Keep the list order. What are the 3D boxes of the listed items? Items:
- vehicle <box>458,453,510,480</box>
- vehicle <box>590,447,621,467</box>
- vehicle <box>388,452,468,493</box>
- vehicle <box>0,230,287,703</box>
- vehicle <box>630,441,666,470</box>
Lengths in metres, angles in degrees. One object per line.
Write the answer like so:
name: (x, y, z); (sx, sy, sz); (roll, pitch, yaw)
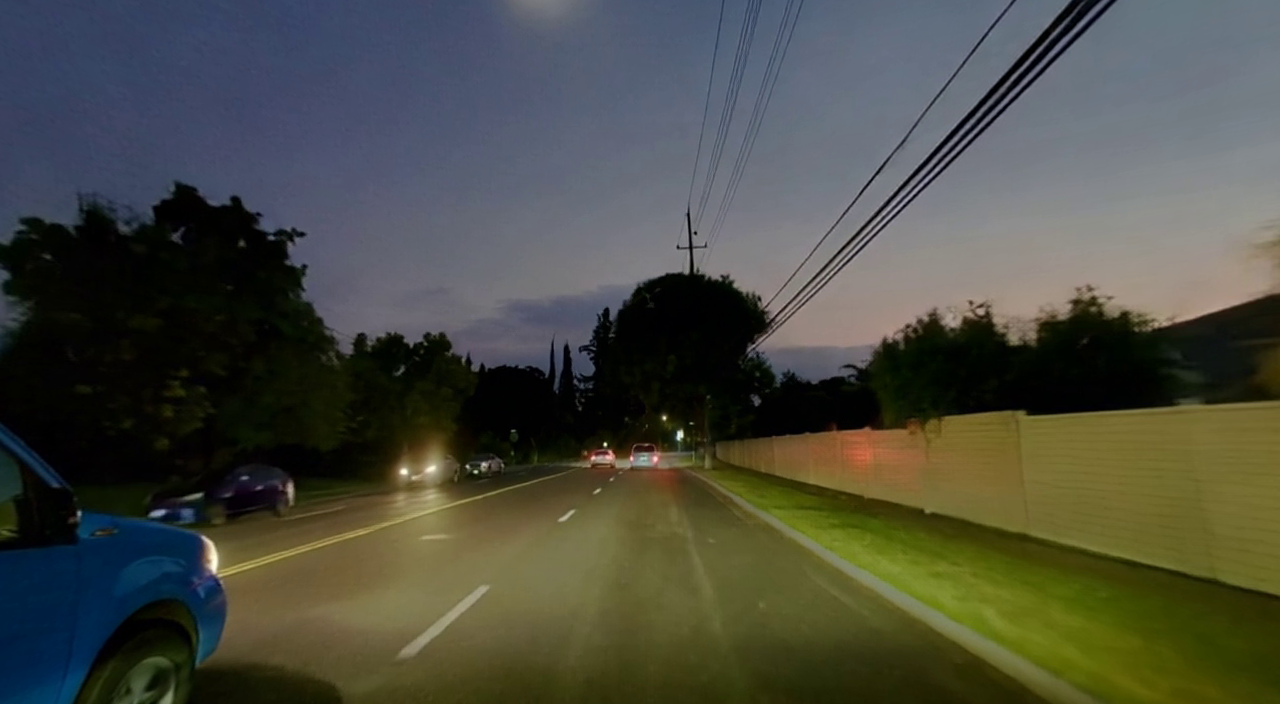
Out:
vehicle: (-9.623, 7.080, 39.189); (2.005, 1.471, 4.330); (0, -9, 2)
vehicle: (-2.565, 8.034, 48.397); (1.968, 1.472, 4.489); (0, -9, 2)
vehicle: (-9.608, 5.468, 28.942); (2.068, 1.480, 4.641); (-5, -9, 0)
vehicle: (-3.502, 0.464, 1.063); (2.336, 2.152, 5.866); (0, -9, 1)
vehicle: (0.505, 6.417, 39.268); (2.120, 1.718, 3.909); (0, -9, 1)
